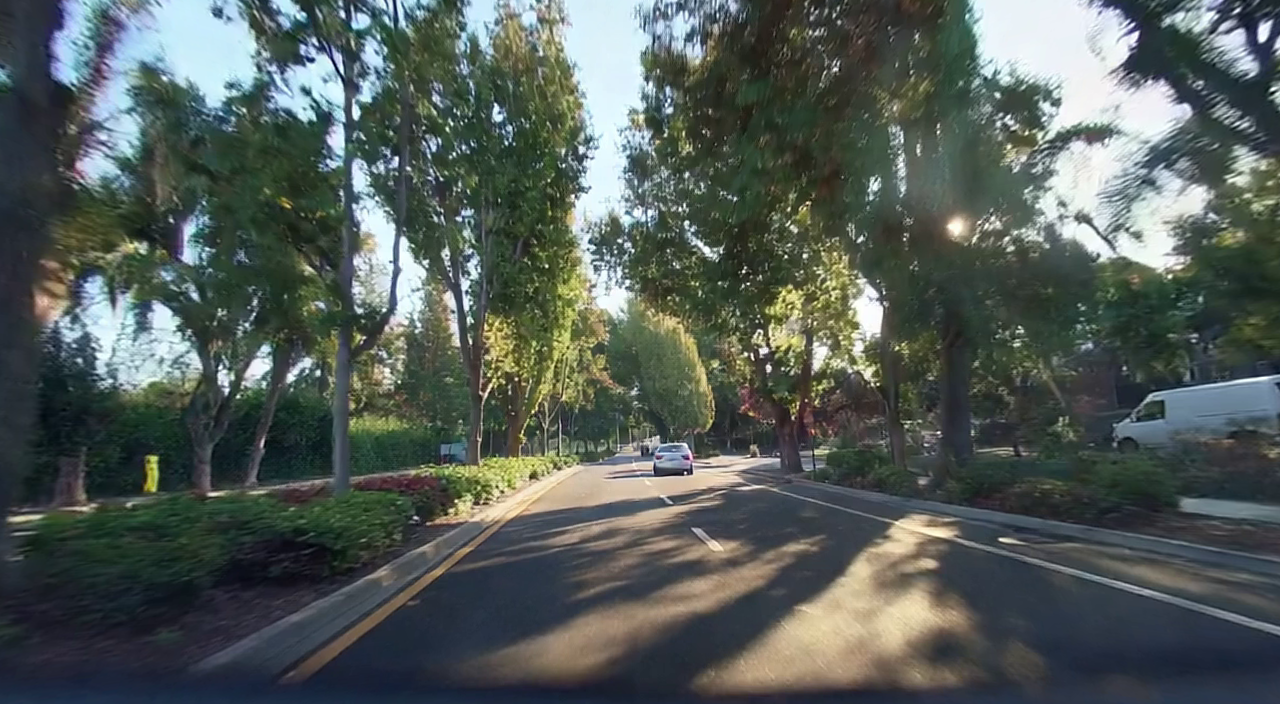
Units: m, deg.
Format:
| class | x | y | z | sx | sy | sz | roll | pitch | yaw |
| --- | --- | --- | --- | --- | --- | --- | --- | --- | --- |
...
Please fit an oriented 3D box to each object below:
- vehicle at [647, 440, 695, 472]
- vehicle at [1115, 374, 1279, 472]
| class | x | y | z | sx | sy | sz | roll | pitch | yaw |
| --- | --- | --- | --- | --- | --- | --- | --- | --- | --- |
| vehicle | 1.544 | 5.390 | 32.915 | 2.044 | 1.537 | 4.528 | 0 | -8 | -3 |
| vehicle | 21.970 | 2.698 | 23.097 | 2.286 | 3.163 | 8.614 | 0 | -8 | 0 |
